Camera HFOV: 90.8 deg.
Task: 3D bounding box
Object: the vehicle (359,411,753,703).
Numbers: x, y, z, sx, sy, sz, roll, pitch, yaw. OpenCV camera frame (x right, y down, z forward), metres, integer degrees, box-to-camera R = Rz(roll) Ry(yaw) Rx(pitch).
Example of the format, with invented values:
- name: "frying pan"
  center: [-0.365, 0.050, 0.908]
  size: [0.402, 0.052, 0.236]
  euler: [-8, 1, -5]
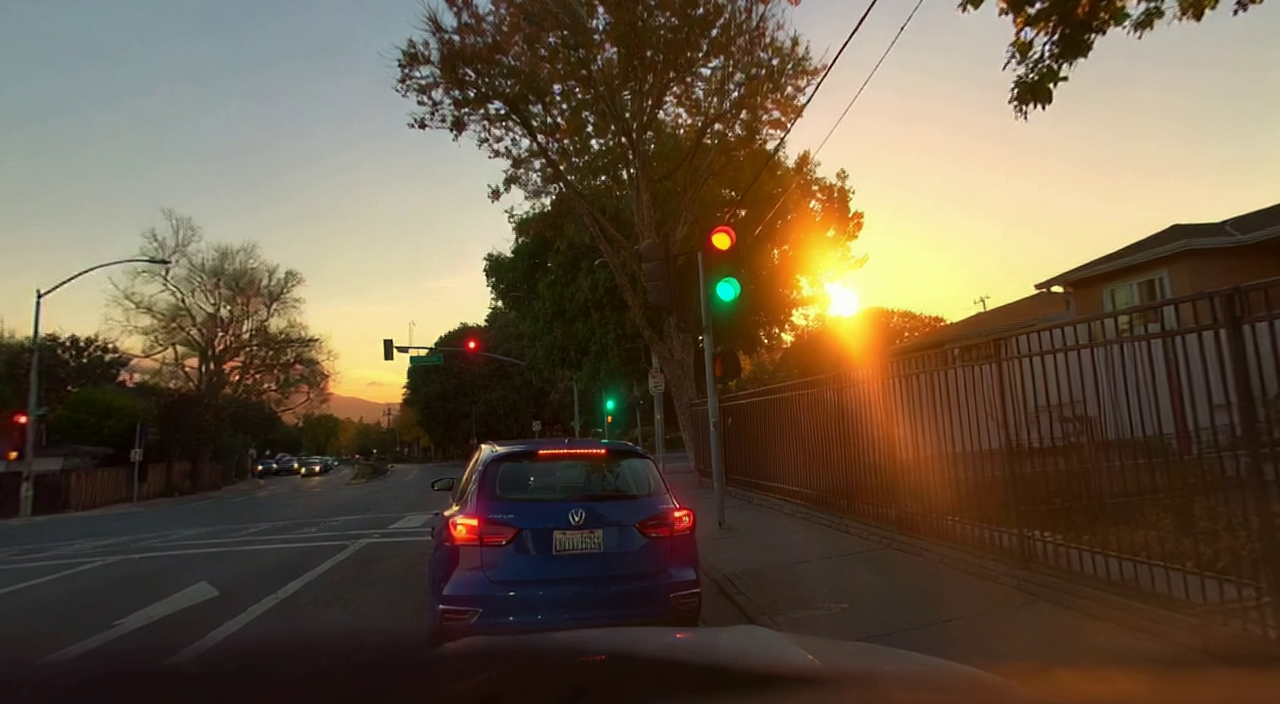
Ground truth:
- name: "vehicle"
  center: [-0.678, 1.339, 5.181]
  size: [2.024, 1.502, 3.702]
  euler: [1, -8, -9]
